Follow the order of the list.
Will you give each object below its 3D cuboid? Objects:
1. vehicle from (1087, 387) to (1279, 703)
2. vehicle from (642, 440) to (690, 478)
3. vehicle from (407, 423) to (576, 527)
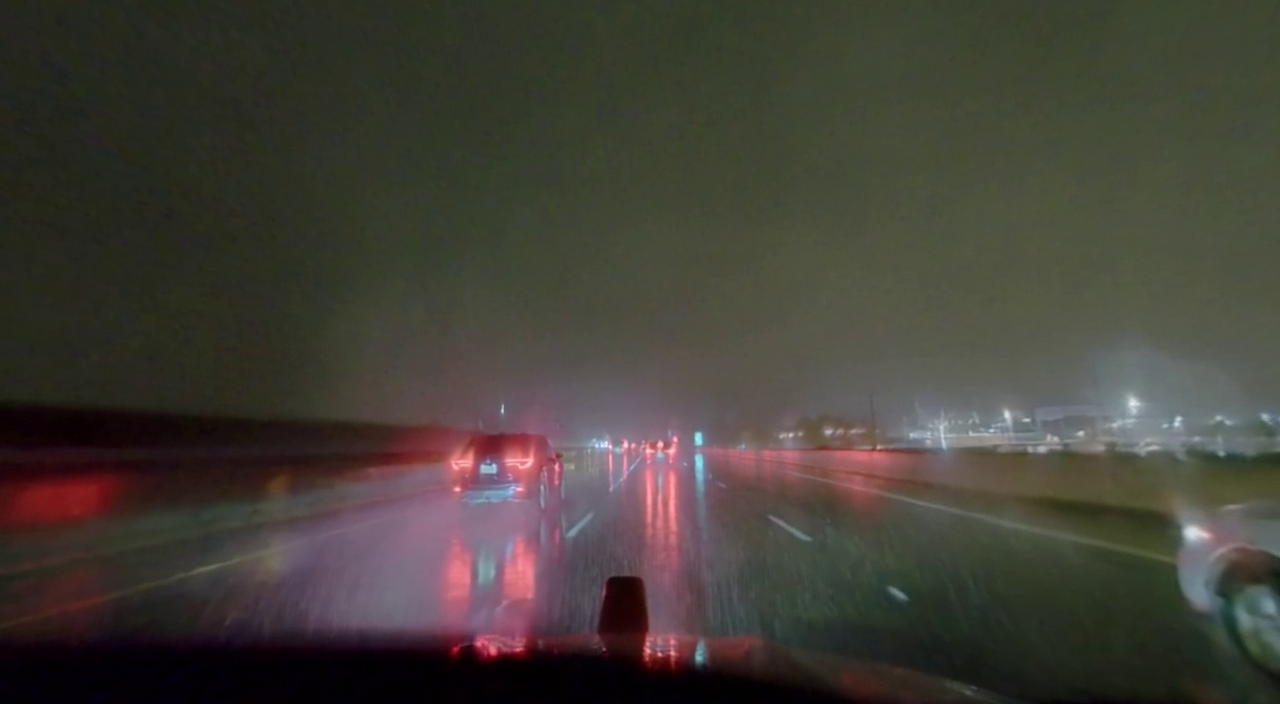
[{"bbox_3d":[4.181,0.822,2.126,2.027,1.588,4.611,0,-8,1],"label":"vehicle"},{"bbox_3d":[1.121,4.814,28.676,2.000,1.558,3.945,0,-8,0],"label":"vehicle"},{"bbox_3d":[-2.788,2.450,13.177,2.239,1.761,4.620,-1,-8,2],"label":"vehicle"}]
